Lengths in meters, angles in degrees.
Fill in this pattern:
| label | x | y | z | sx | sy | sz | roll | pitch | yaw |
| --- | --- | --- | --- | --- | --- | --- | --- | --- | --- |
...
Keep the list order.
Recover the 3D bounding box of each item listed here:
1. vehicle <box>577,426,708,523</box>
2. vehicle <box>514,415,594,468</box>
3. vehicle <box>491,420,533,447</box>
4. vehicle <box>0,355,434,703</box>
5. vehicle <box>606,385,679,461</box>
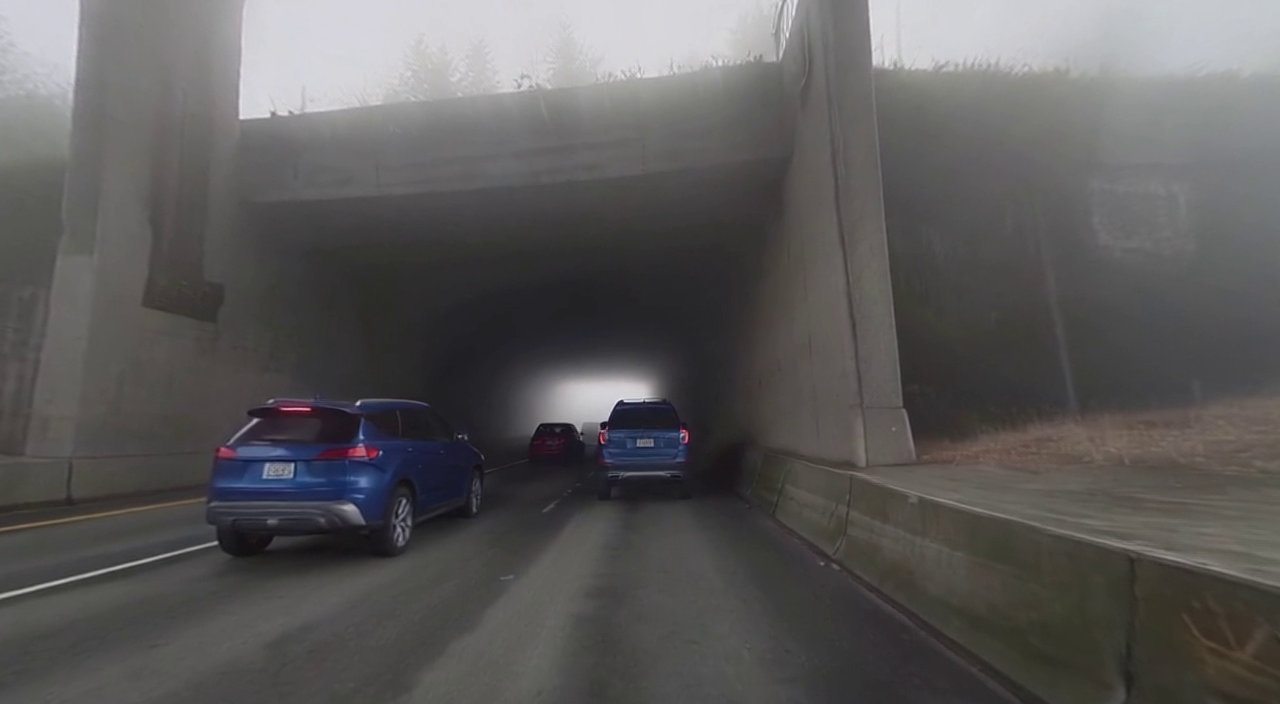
| label | x | y | z | sx | sy | sz | roll | pitch | yaw |
| --- | --- | --- | --- | --- | --- | --- | --- | --- | --- |
| vehicle | -0.003 | 2.203 | 11.863 | 2.020 | 1.478 | 4.092 | 0 | -8 | -1 |
| vehicle | -3.386 | 3.751 | 26.285 | 2.329 | 1.948 | 5.800 | -1 | -8 | 2 |
| vehicle | -8.917 | 5.724 | 44.138 | 2.079 | 1.766 | 4.079 | 0 | -8 | 0 |
| vehicle | -3.581 | 1.227 | 5.439 | 2.017 | 1.761 | 4.572 | 0 | -8 | 1 |
| vehicle | 0.115 | 3.579 | 30.456 | 2.948 | 3.096 | 9.492 | 0 | -8 | 0 |
